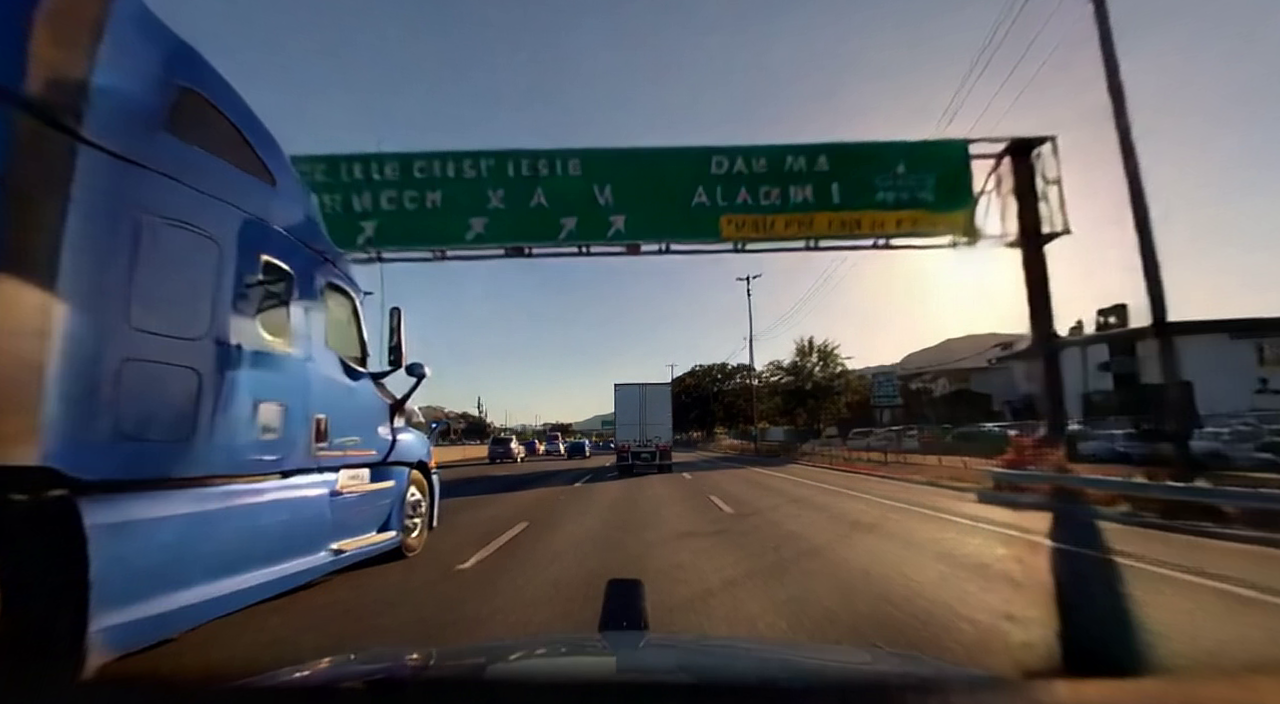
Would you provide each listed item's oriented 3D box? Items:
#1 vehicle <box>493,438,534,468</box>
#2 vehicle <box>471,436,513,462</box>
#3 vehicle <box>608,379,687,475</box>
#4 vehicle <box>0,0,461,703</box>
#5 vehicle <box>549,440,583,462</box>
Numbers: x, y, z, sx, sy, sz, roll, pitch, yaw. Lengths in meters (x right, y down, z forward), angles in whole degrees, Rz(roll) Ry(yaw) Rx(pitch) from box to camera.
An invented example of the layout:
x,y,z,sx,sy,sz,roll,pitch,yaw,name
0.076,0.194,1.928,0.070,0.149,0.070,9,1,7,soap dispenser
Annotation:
x,y,z,sx,sy,sz,roll,pitch,yaw,name
-7.100,5.693,35.612,1.736,1.580,2.778,0,-9,0,vehicle
-10.763,7.118,46.283,1.969,1.757,4.453,0,-9,1,vehicle
0.274,3.540,28.614,2.941,3.604,9.851,0,-9,0,vehicle
-3.991,0.105,3.994,3.061,3.891,8.658,0,-9,0,vehicle
-5.166,6.964,44.504,1.933,1.459,4.478,0,-9,-2,vehicle
